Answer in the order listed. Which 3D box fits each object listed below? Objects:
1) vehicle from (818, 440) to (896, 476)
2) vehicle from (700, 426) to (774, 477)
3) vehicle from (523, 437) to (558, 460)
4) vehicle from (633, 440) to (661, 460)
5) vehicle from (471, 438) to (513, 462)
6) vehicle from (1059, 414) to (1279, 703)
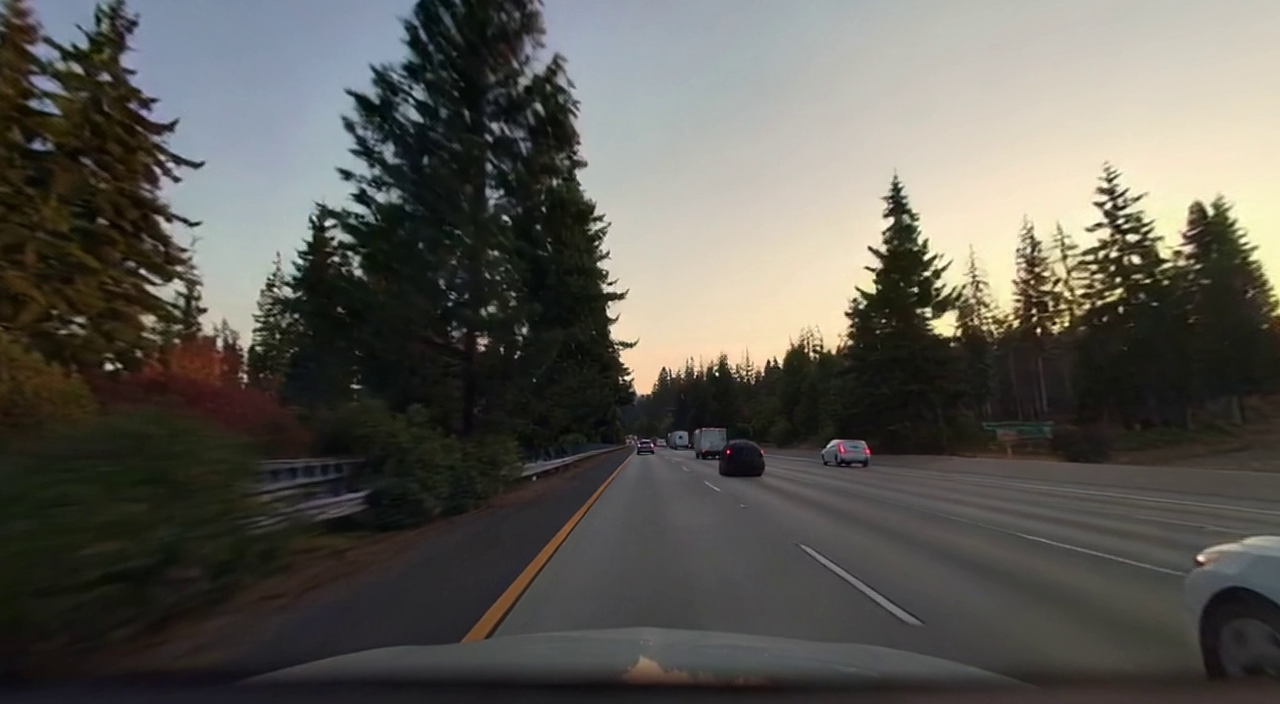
[{"bbox_3d":[9.819,4.805,28.820,2.002,1.500,4.715,0,-8,1],"label":"vehicle"},{"bbox_3d":[3.916,4.156,26.419,2.206,1.902,5.460,0,-8,0],"label":"vehicle"},{"bbox_3d":[-7.622,7.465,48.617,1.980,1.702,4.285,0,-8,1],"label":"vehicle"},{"bbox_3d":[0.555,7.489,48.218,2.052,1.472,4.295,0,-8,0],"label":"vehicle"},{"bbox_3d":[-11.183,7.388,47.641,2.040,1.698,4.468,0,-8,0],"label":"vehicle"},{"bbox_3d":[3.406,0.798,1.229,1.904,1.453,4.789,0,-8,1],"label":"vehicle"}]
